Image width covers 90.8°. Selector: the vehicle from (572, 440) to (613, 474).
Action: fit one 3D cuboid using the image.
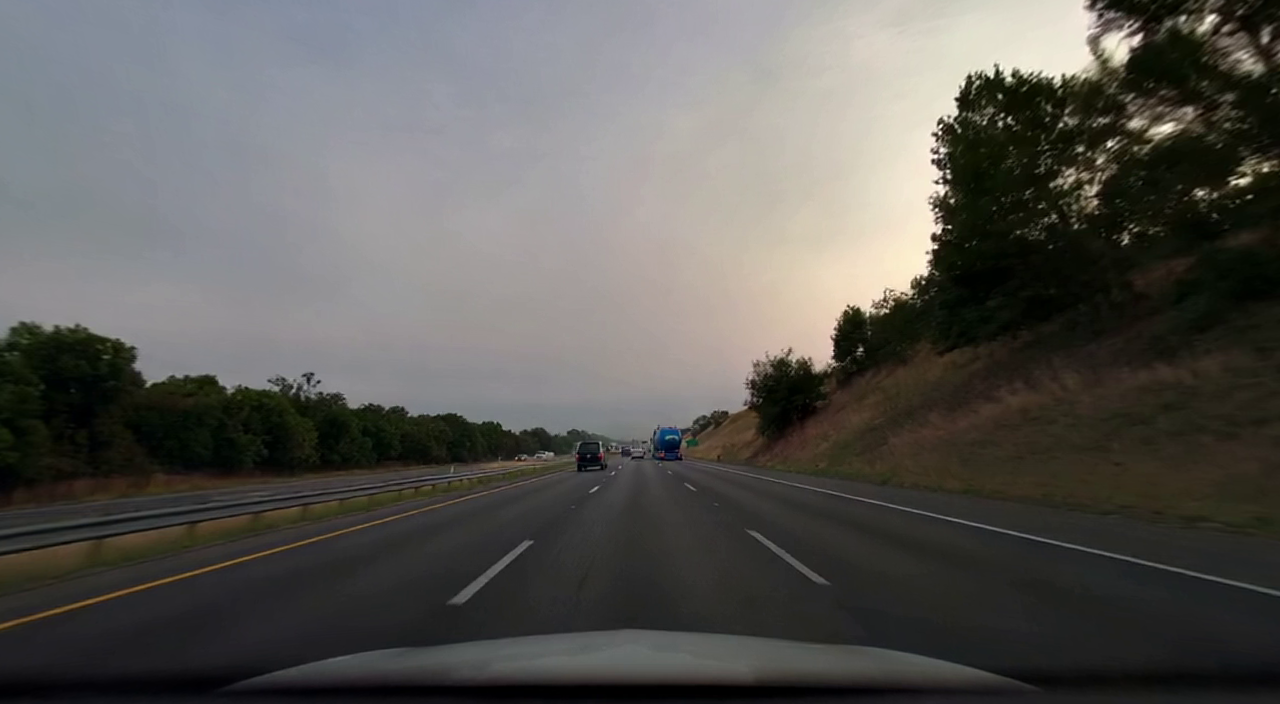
[{"bbox_3d":[-2.912,6.564,39.649,2.190,1.949,4.883,-1,-9,0],"label":"vehicle"}]
